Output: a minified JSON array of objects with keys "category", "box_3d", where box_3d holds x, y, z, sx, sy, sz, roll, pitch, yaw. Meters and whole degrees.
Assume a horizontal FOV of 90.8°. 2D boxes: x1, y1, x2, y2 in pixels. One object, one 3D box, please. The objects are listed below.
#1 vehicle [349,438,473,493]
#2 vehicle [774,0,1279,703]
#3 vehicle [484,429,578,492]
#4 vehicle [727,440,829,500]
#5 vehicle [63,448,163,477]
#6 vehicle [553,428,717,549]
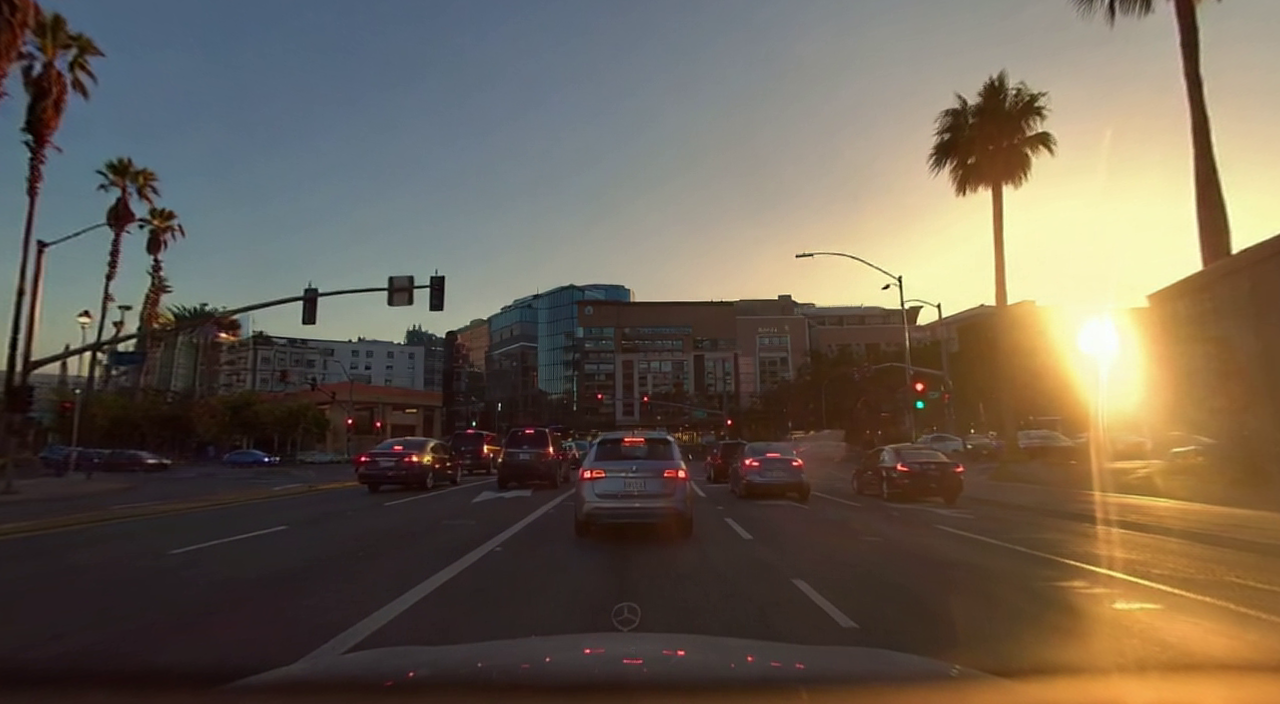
[{"category":"vehicle","box_3d":[-6.894,3.457,19.694,1.927,1.480,4.832,0,-9,2]},{"category":"vehicle","box_3d":[3.542,-0.232,2.783,2.970,4.015,13.606,0,-9,0]},{"category":"vehicle","box_3d":[-3.246,3.360,19.827,2.020,1.721,4.366,-1,-9,2]},{"category":"vehicle","box_3d":[3.705,3.242,17.824,1.989,1.467,4.364,0,-9,1]},{"category":"vehicle","box_3d":[-35.495,7.436,42.651,4.737,1.845,1.920,1,-9,-6]},{"category":"vehicle","box_3d":[-0.067,2.010,9.920,2.060,1.499,3.831,0,-9,0]}]
